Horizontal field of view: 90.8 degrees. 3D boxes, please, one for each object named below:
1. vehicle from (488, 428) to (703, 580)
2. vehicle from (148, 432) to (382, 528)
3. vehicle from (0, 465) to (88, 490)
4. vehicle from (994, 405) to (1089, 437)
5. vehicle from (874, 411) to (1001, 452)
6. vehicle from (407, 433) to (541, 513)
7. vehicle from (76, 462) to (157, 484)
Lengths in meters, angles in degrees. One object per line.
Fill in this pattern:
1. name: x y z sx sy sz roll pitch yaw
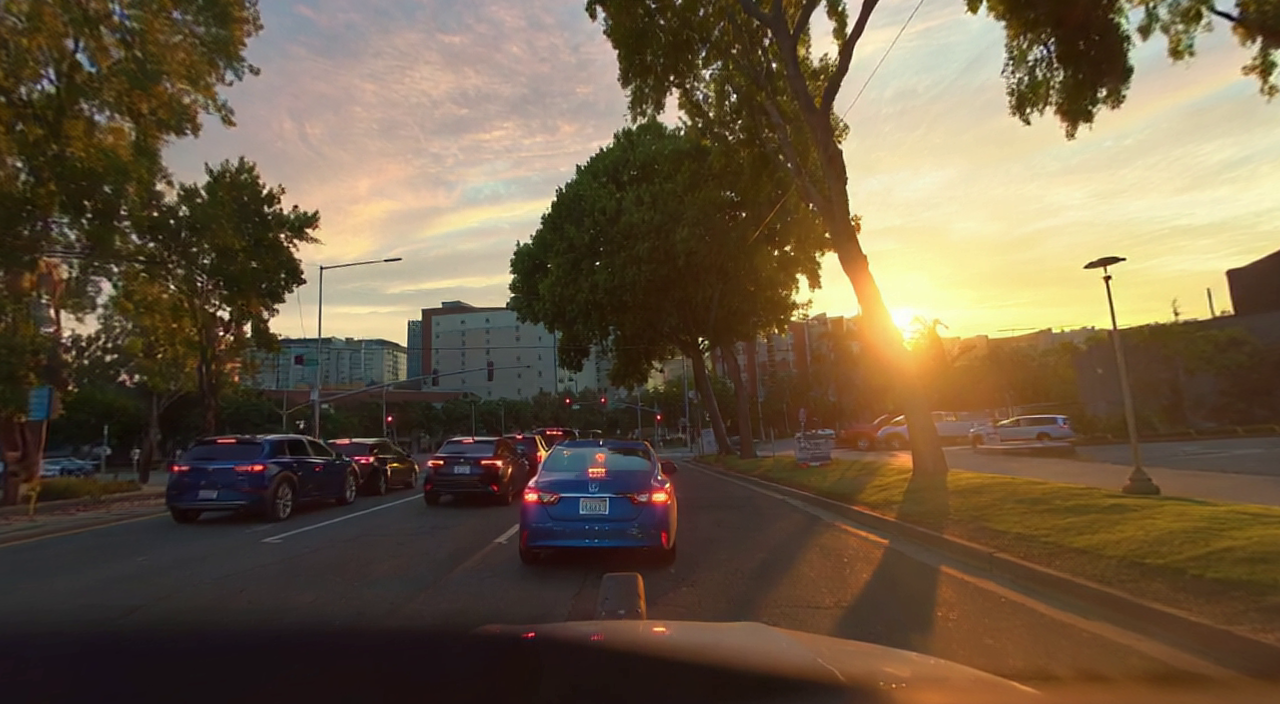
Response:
1. vehicle: -0.420 1.798 8.233 2.104 1.472 3.946 0 -9 0
2. vehicle: -7.278 2.507 12.946 2.096 1.593 4.288 0 -9 1
3. vehicle: -36.616 7.638 38.540 4.093 1.440 1.804 0 -9 0
4. vehicle: 28.401 4.959 44.930 5.333 1.880 2.130 -7 -9 27
5. vehicle: 13.938 3.778 29.828 4.975 1.809 1.956 0 -9 1
6. vehicle: -3.627 2.712 14.650 1.969 1.570 4.019 0 -9 1
7. vehicle: -36.334 8.368 43.885 3.918 1.423 1.861 0 -9 -1
